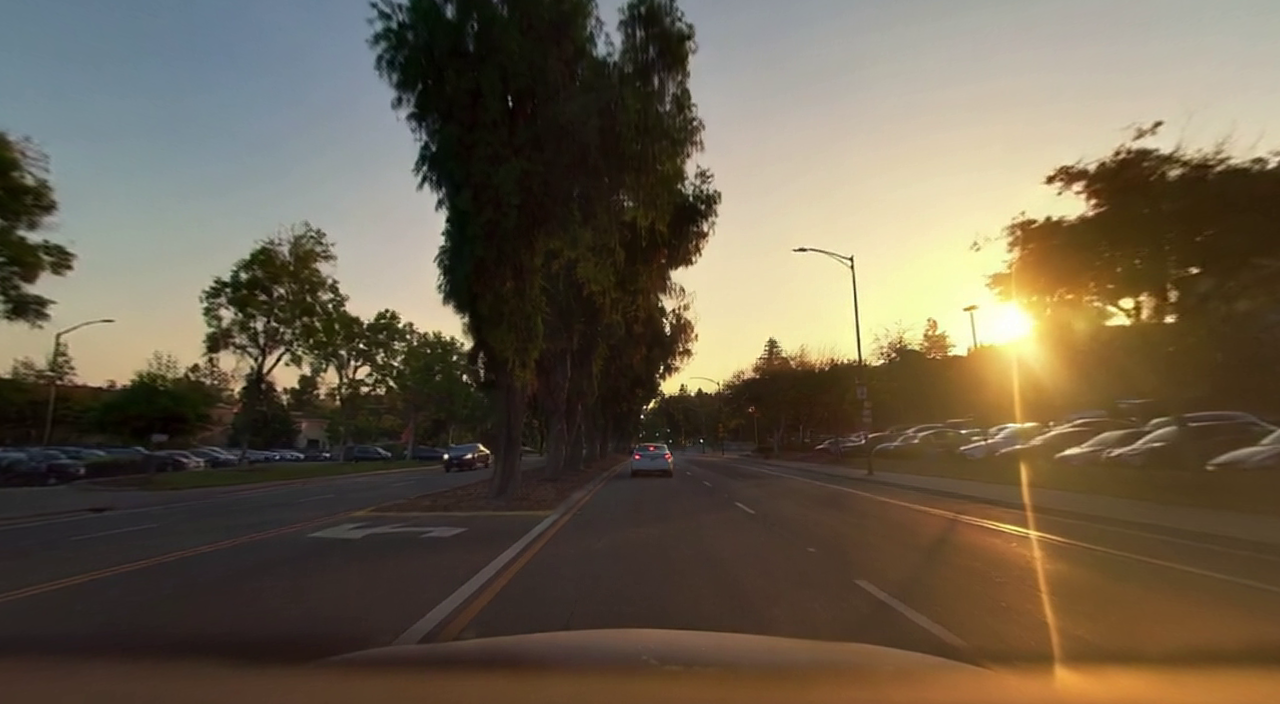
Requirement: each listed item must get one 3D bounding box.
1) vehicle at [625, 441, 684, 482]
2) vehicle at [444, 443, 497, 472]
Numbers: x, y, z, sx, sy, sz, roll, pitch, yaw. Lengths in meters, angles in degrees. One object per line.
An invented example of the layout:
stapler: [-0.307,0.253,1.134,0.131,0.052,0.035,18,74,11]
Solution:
vehicle: [0.477,4.165,24.261,2.093,1.442,3.977,0,-9,-1]
vehicle: [-11.784,7.363,44.277,2.259,1.867,4.875,0,-9,1]
